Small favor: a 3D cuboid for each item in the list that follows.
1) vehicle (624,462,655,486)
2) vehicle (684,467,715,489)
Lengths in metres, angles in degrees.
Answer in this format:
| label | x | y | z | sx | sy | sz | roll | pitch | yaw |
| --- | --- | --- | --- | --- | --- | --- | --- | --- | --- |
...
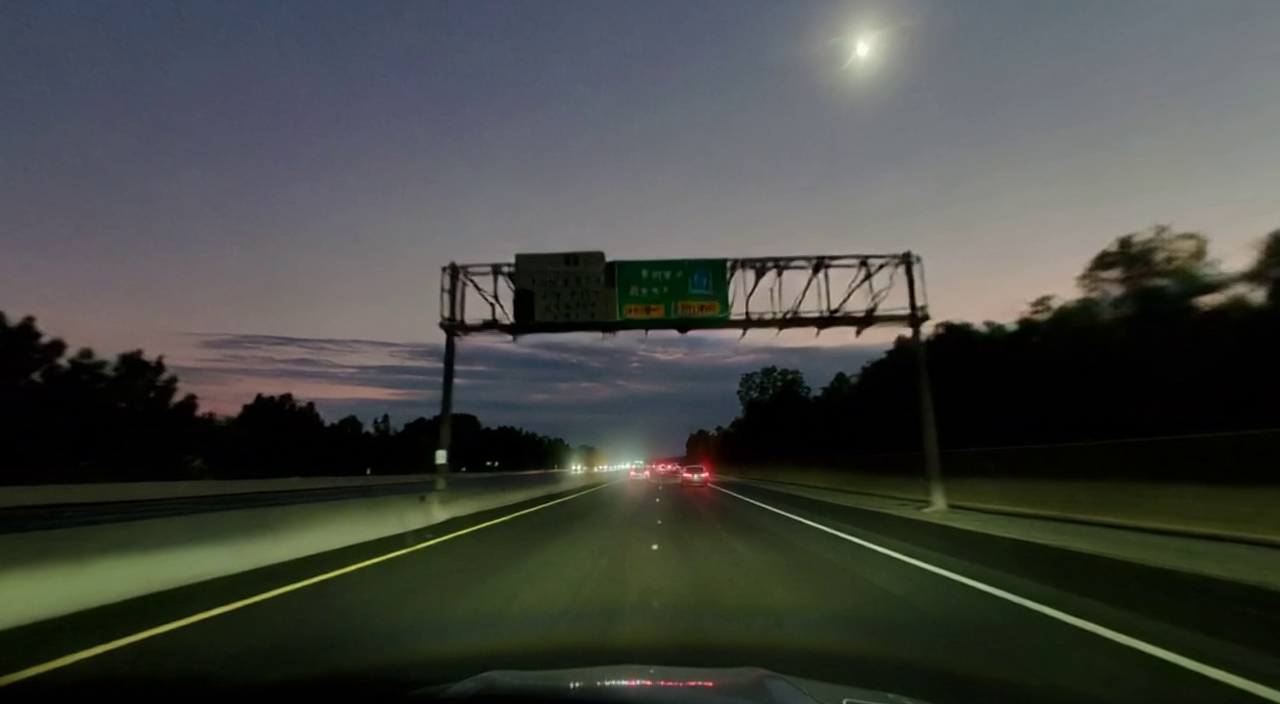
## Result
| label | x | y | z | sx | sy | sz | roll | pitch | yaw |
| --- | --- | --- | --- | --- | --- | --- | --- | --- | --- |
| vehicle | 0.008 | 9.517 | 49.278 | 2.160 | 1.721 | 4.368 | 0 | -10 | 3 |
| vehicle | 4.268 | 9.172 | 46.028 | 1.937 | 1.467 | 4.061 | 1 | -10 | 1 |
